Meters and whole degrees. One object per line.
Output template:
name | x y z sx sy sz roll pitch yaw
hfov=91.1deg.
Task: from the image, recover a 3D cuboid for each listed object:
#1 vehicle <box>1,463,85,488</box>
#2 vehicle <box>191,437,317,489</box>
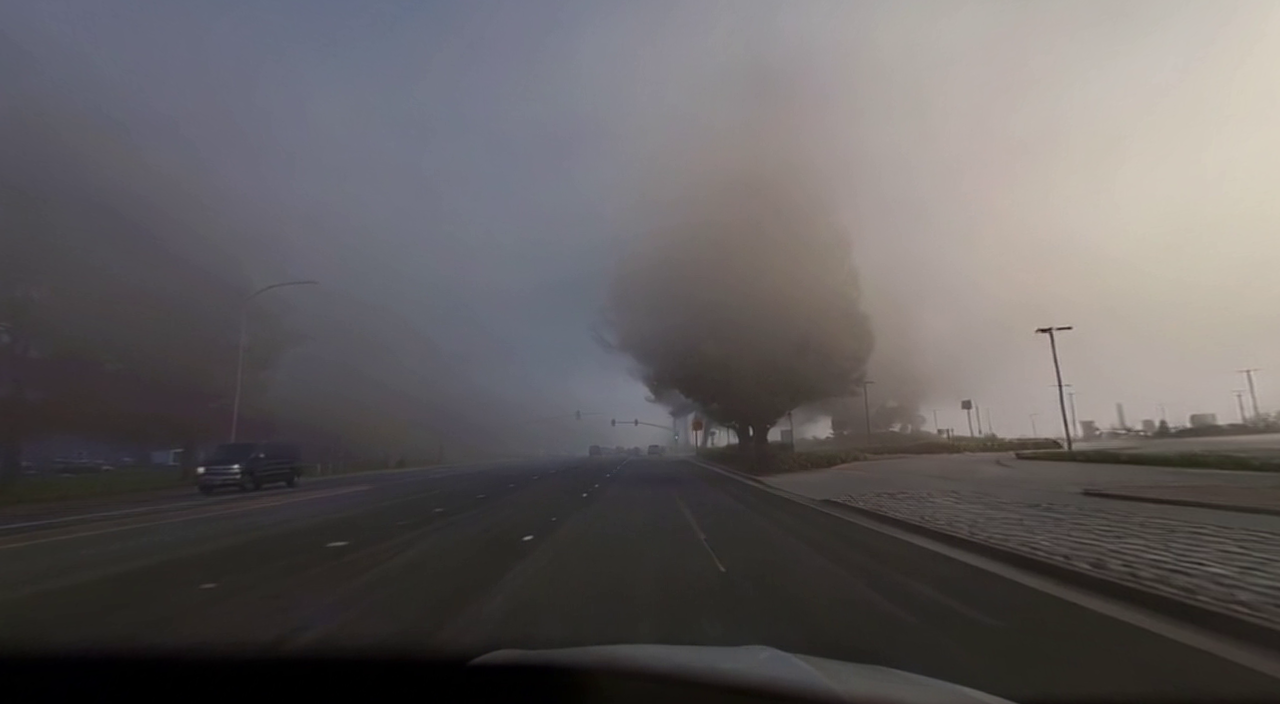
vehicle | -41.725 8.617 43.921 4.294 1.512 1.800 -3 -9 5
vehicle | -17.456 5.019 28.837 2.331 2.109 5.400 0 -8 0
